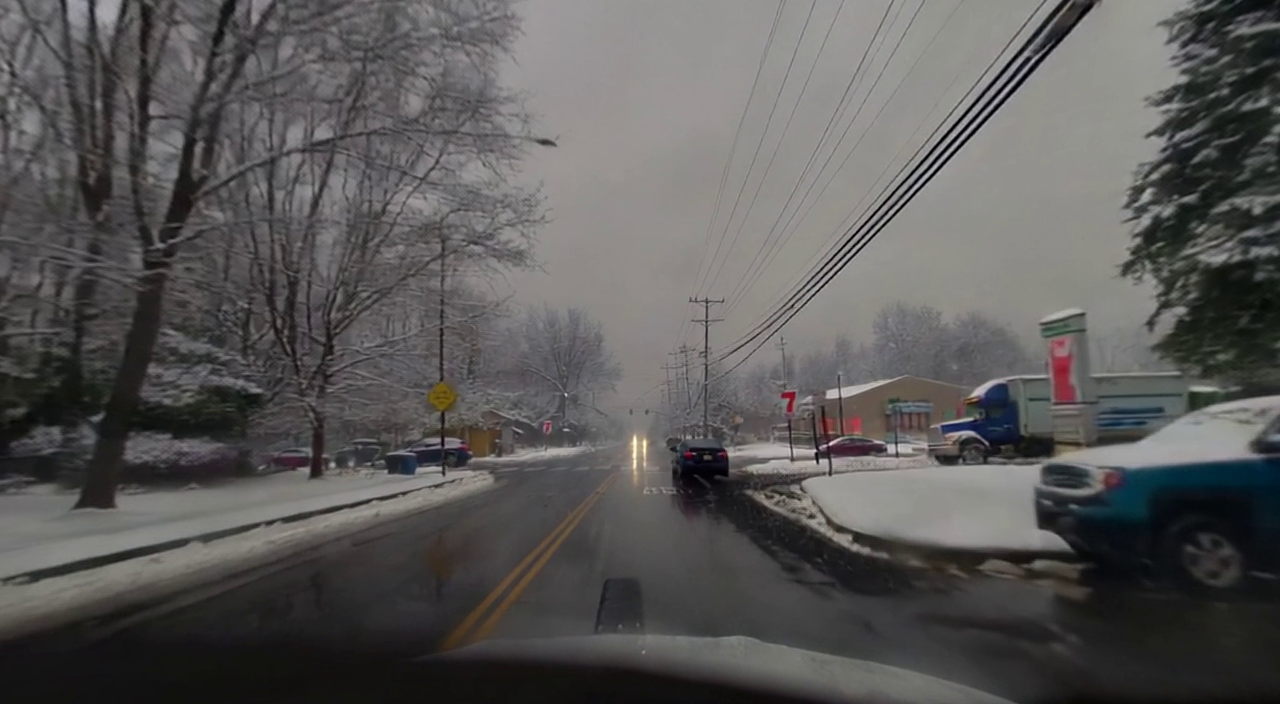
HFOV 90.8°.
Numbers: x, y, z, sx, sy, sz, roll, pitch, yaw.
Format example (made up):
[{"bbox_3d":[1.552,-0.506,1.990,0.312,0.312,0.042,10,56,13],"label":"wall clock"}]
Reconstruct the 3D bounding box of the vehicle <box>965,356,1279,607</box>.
[{"bbox_3d":[6.013,1.103,5.780,4.814,1.872,2.220,-1,-9,7],"label":"vehicle"}]

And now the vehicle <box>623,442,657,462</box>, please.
[{"bbox_3d":[-0.044,7.674,48.445,1.874,1.427,3.976,2,-9,-12],"label":"vehicle"}]

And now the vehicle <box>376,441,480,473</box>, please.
[{"bbox_3d":[-13.297,6.607,40.028,5.866,1.904,2.197,1,-8,-6],"label":"vehicle"}]

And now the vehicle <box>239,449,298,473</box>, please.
[{"bbox_3d":[-28.826,8.453,49.258,2.085,1.763,4.658,1,-9,-5],"label":"vehicle"}]

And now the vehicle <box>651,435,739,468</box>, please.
[{"bbox_3d":[3.375,6.273,39.990,2.553,1.868,5.536,6,-10,-35],"label":"vehicle"}]

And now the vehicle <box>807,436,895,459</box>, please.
[{"bbox_3d":[13.272,6.063,40.014,4.872,1.400,1.955,-1,-8,3],"label":"vehicle"}]
